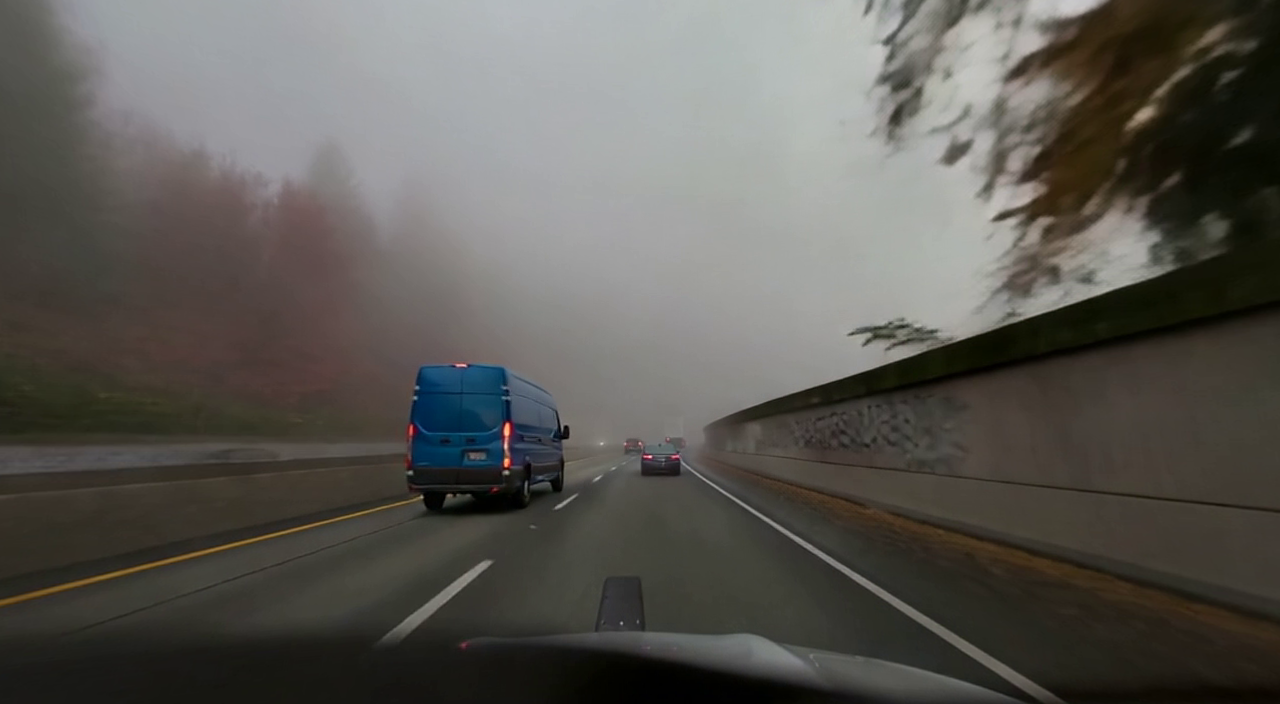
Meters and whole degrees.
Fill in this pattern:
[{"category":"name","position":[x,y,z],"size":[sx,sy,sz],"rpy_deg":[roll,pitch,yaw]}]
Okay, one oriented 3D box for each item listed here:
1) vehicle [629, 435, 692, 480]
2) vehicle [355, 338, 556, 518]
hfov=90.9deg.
[{"category":"vehicle","position":[0.707,3.766,22.774],"size":[2.071,1.487,3.948],"rpy_deg":[0,-8,1]},{"category":"vehicle","position":[-3.171,1.512,12.299],"size":[2.334,2.769,5.087],"rpy_deg":[0,-8,0]}]
